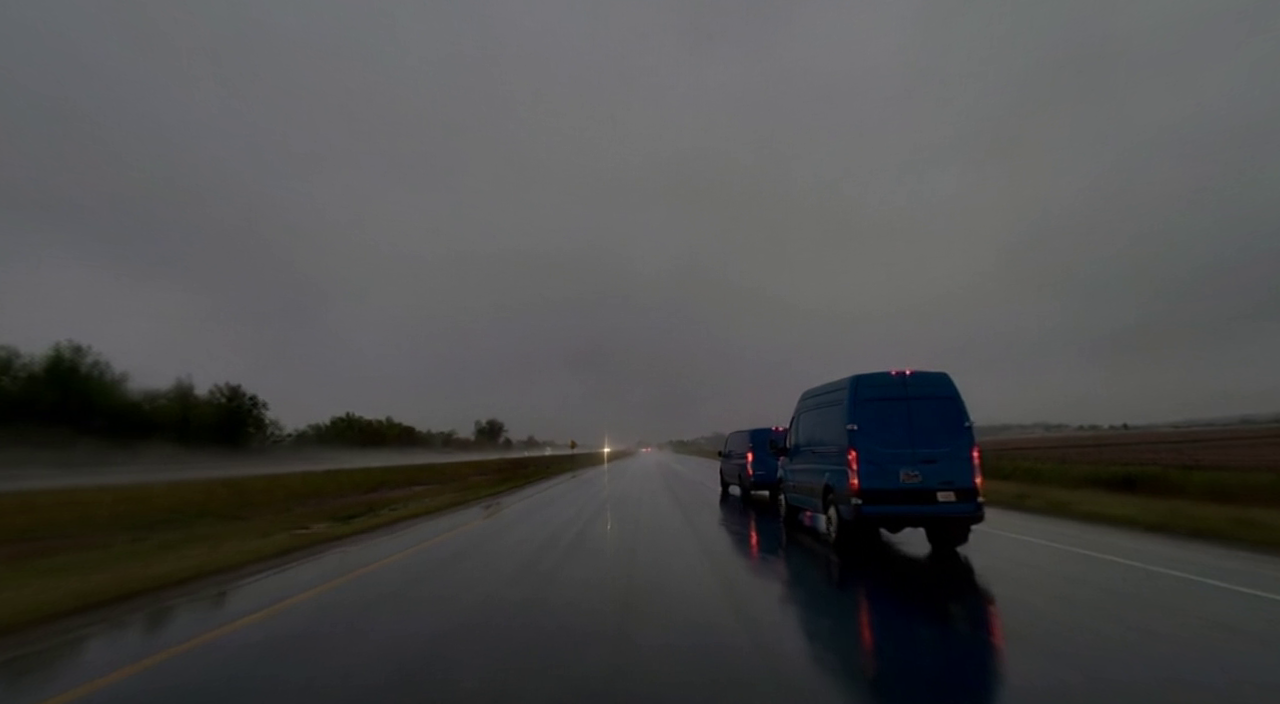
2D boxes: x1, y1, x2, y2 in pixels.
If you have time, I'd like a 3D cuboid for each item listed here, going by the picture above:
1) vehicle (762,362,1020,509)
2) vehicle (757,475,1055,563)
[{"bbox_3d":[4.077,1.579,11.728,2.444,2.053,5.616,0,-8,0],"label":"vehicle"},{"bbox_3d":[4.045,2.804,11.405,2.702,0.824,6.391,0,-8,0],"label":"vehicle"}]
